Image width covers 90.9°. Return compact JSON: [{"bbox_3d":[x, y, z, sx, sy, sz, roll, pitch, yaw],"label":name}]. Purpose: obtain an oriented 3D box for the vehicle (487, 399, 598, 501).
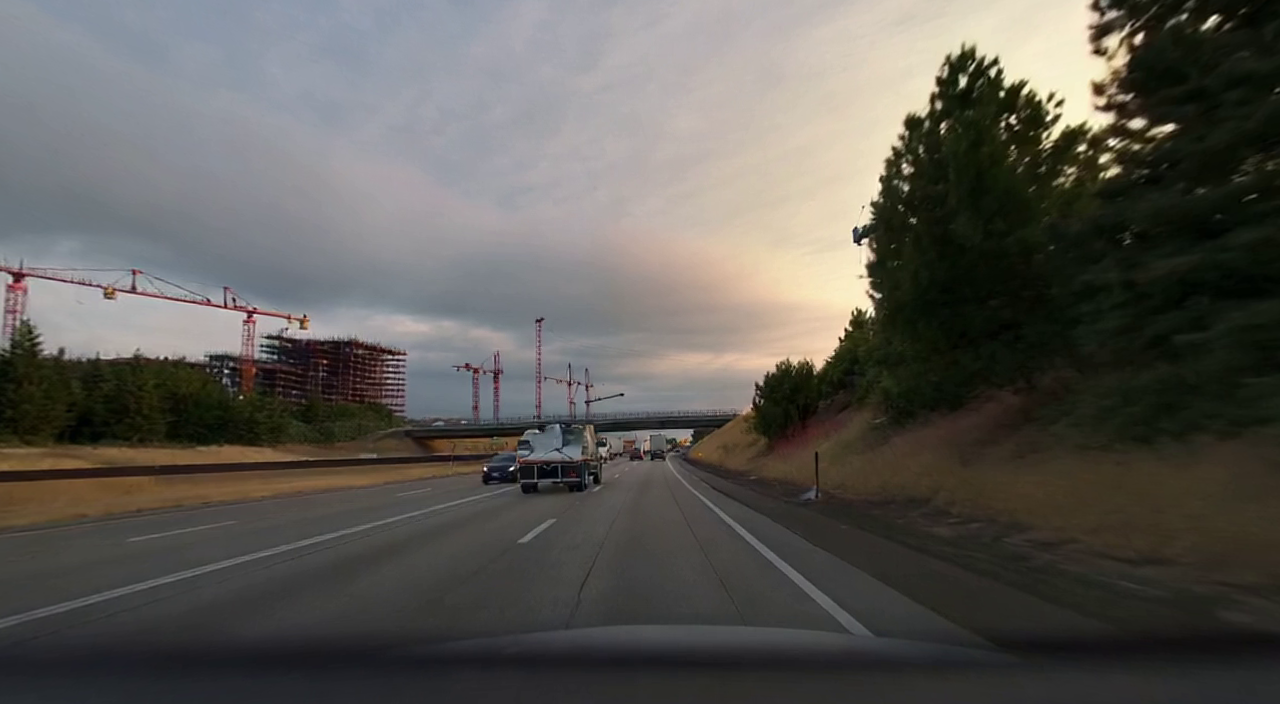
[{"bbox_3d":[-2.885,3.213,20.663,2.565,2.771,6.641,0,-9,0],"label":"vehicle"}]
